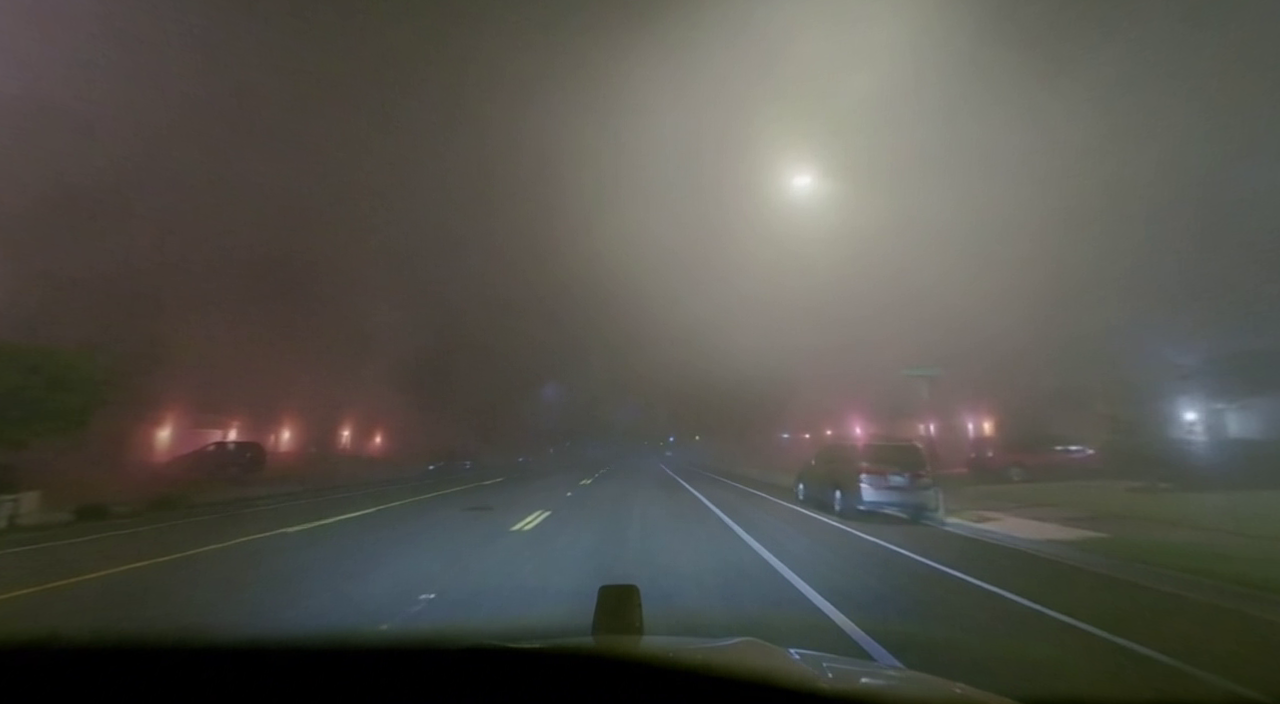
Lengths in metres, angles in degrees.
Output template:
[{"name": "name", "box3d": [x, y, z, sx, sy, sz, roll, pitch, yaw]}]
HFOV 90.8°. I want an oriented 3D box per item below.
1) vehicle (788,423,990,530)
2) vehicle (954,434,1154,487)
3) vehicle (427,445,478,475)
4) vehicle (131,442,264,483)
[{"name": "vehicle", "box3d": [4.805, 2.471, 13.189, 2.196, 1.801, 4.778, 0, -8, -1]}, {"name": "vehicle", "box3d": [12.197, 3.205, 18.857, 4.577, 1.490, 1.903, 0, -8, 0]}, {"name": "vehicle", "box3d": [-12.532, 7.228, 42.531, 2.003, 1.804, 4.554, -1, -7, 1]}, {"name": "vehicle", "box3d": [-20.806, 5.188, 29.837, 4.698, 1.862, 2.116, 0, -8, 2]}]
